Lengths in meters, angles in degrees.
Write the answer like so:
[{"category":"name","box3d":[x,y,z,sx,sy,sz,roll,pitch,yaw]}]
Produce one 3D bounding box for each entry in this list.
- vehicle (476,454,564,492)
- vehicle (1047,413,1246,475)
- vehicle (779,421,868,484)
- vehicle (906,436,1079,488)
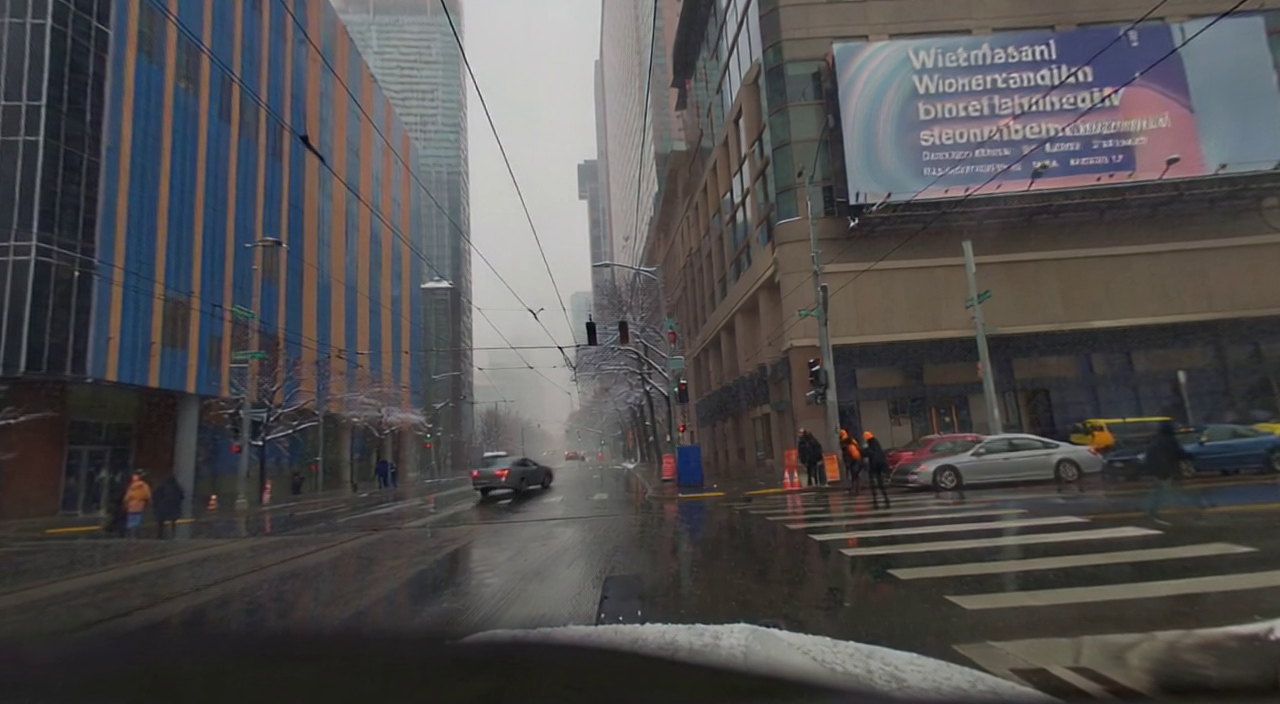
[{"category":"vehicle","box3d":[-5.262,5.340,28.354,1.797,1.490,4.549,-3,-9,20]},{"category":"vehicle","box3d":[16.754,3.057,21.078,4.944,1.946,1.952,0,-8,-3]},{"category":"vehicle","box3d":[7.579,4.141,26.634,2.316,2.425,4.466,1,-7,-2]},{"category":"vehicle","box3d":[11.388,3.547,20.576,4.697,1.510,1.596,0,-9,-4]}]
